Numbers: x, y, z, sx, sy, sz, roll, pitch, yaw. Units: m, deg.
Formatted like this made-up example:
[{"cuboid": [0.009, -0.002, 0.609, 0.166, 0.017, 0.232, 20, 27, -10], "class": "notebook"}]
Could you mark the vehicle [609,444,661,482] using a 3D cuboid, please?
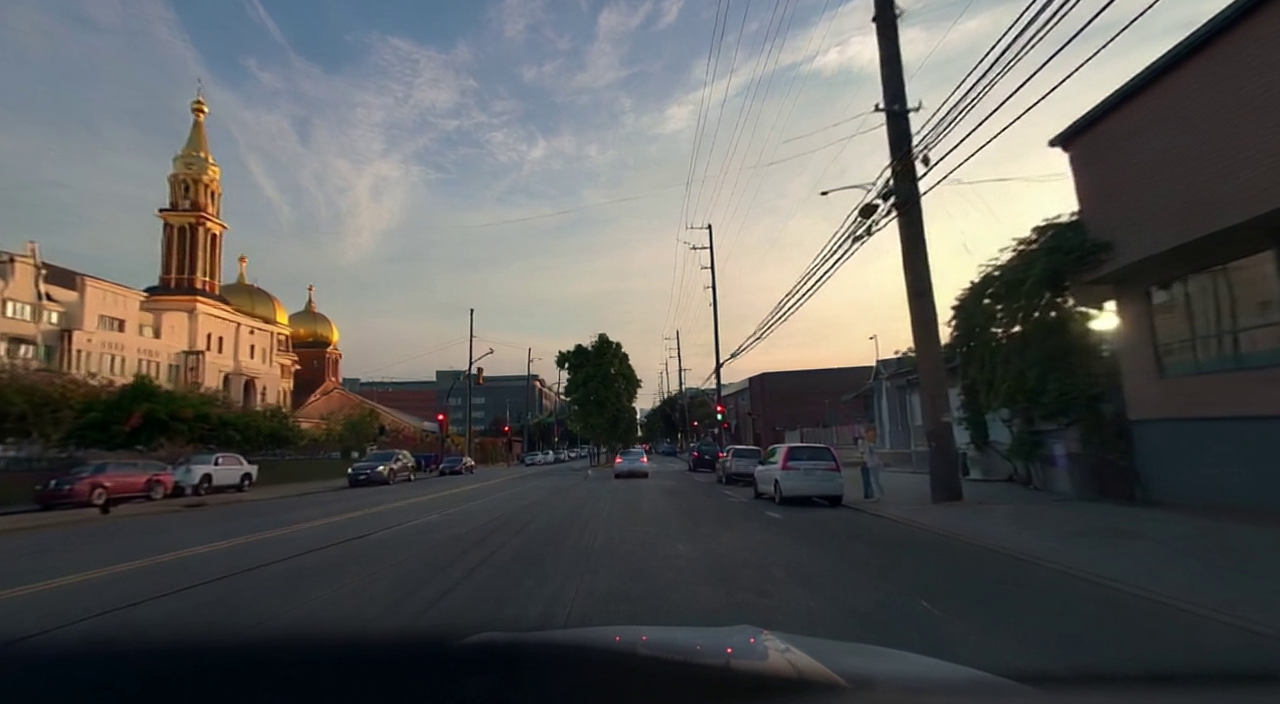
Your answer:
[{"cuboid": [-0.220, 4.723, 27.198, 2.049, 1.453, 4.299, 0, -8, -1], "class": "vehicle"}]

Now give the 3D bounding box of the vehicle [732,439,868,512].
[{"cuboid": [3.743, 2.962, 15.741, 1.944, 1.530, 4.539, 0, -8, -3], "class": "vehicle"}]

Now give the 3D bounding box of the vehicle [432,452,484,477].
[{"cuboid": [-12.061, 7.472, 42.244, 1.980, 1.502, 4.655, -1, -8, 2], "class": "vehicle"}]

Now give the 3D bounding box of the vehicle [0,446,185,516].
[{"cuboid": [-18.531, 4.294, 21.254, 4.888, 1.920, 2.055, -4, -9, 0], "class": "vehicle"}]

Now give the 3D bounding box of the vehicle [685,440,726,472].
[{"cuboid": [3.818, 6.160, 37.515, 2.015, 1.780, 4.261, 0, -8, 1], "class": "vehicle"}]

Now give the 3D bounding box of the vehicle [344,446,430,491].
[{"cuboid": [-12.258, 5.624, 31.006, 2.071, 1.814, 5.185, -4, -8, 0], "class": "vehicle"}]
